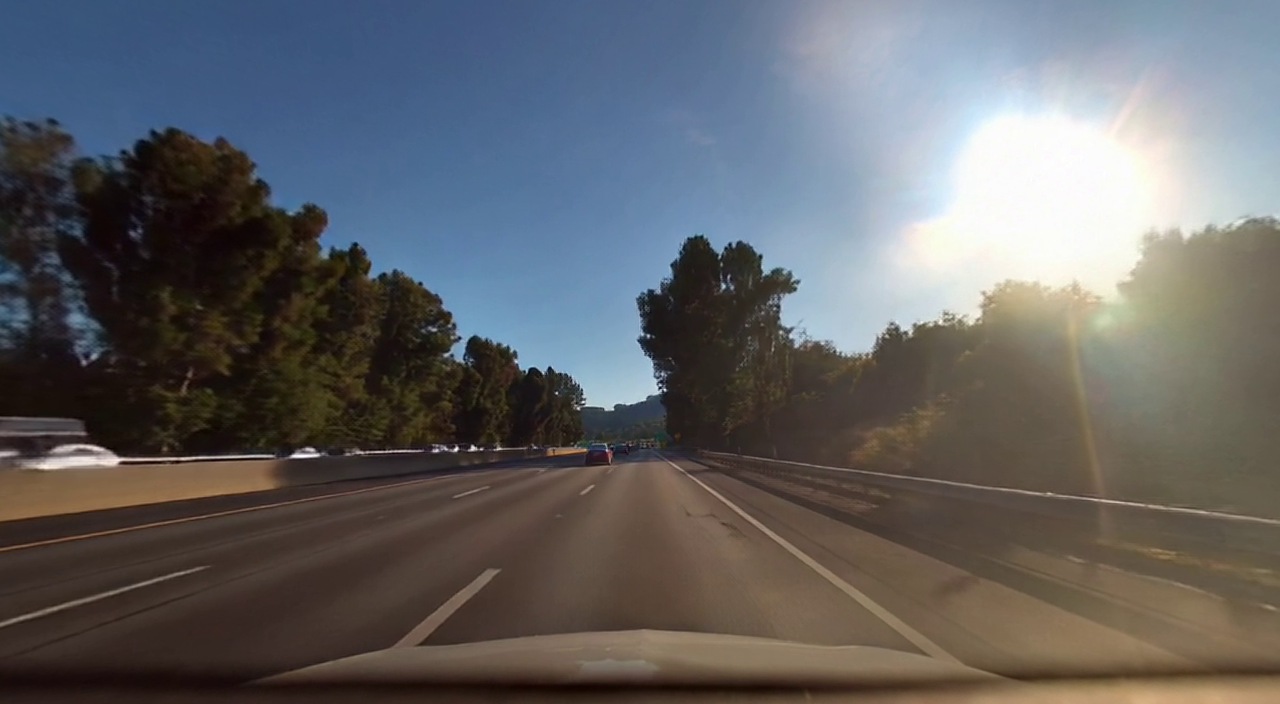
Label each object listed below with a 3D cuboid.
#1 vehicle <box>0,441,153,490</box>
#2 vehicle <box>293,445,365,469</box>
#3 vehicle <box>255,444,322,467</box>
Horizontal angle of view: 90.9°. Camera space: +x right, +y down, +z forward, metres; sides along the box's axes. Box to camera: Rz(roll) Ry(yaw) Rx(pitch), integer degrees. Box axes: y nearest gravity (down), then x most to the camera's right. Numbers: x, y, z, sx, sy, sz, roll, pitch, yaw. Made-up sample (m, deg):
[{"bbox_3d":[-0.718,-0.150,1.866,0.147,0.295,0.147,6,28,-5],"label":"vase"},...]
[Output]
[{"bbox_3d":[-21.016,4.096,23.283,1.975,1.598,5.004,0,-8,1],"label":"vehicle"},{"bbox_3d":[-20.820,7.047,42.485,2.288,1.498,4.813,0,-8,1],"label":"vehicle"},{"bbox_3d":[-25.725,7.583,46.361,1.986,1.555,4.851,0,-8,2],"label":"vehicle"}]
